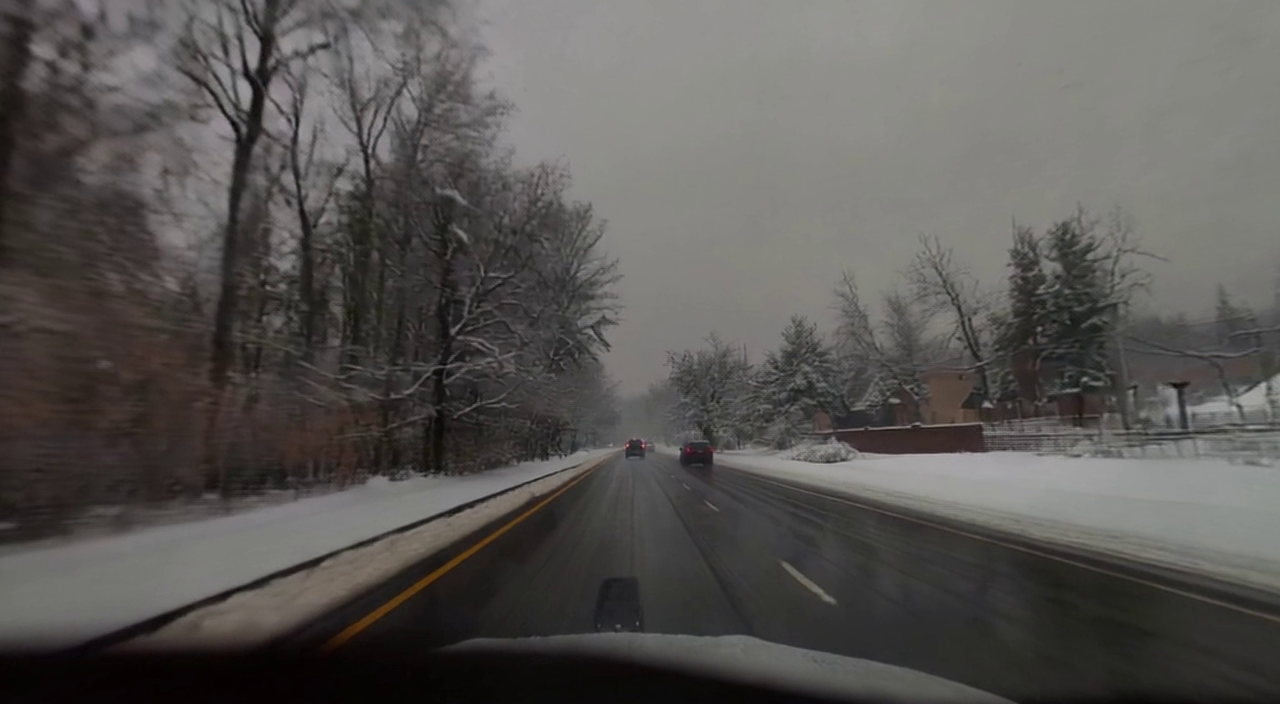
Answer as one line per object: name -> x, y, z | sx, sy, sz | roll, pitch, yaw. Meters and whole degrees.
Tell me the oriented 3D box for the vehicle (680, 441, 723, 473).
vehicle -> 3.358, 5.788, 35.163 | 1.888, 1.640, 4.044 | 0, -8, -2
